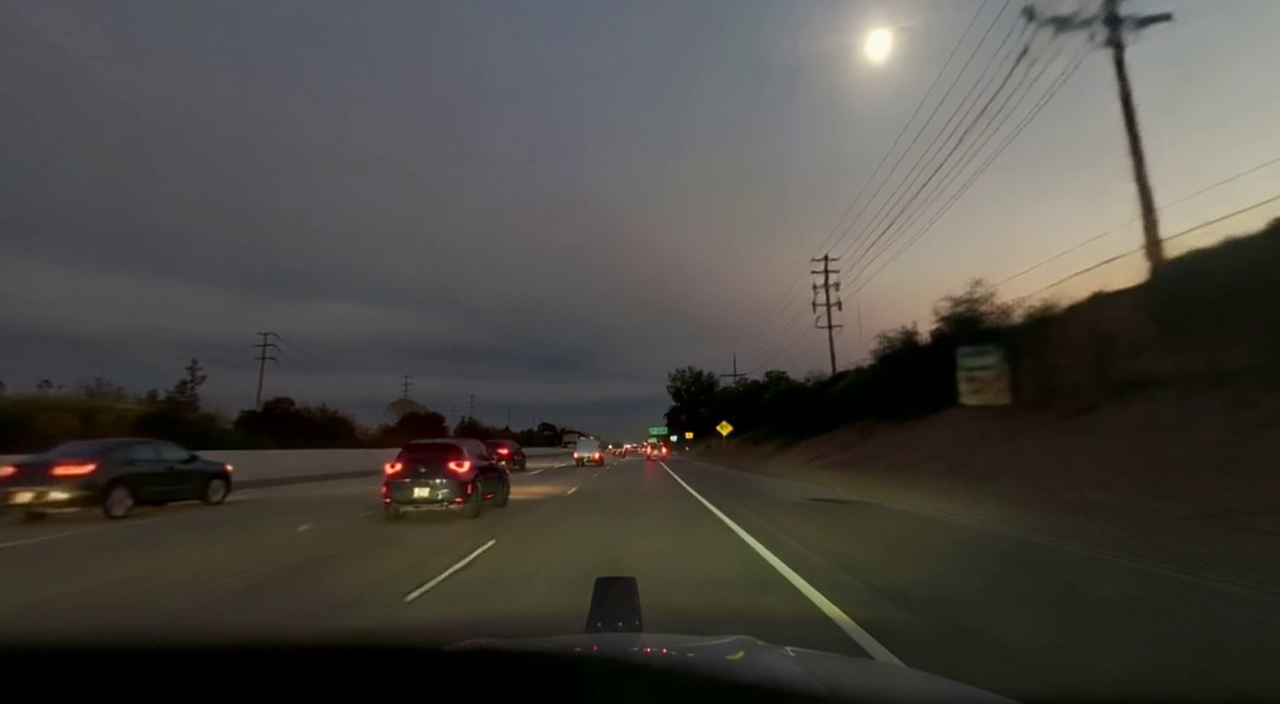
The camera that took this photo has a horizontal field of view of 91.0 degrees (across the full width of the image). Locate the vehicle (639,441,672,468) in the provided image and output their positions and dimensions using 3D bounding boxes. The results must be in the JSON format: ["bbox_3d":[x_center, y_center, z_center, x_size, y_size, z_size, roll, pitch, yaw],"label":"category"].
[{"bbox_3d":[1.021,6.761,41.644,2.038,1.677,4.219,0,-9,2],"label":"vehicle"}]

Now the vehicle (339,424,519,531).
[{"bbox_3d":[-3.765,2.318,12.158,1.976,1.688,4.124,0,-9,1],"label":"vehicle"}]

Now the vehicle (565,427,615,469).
[{"bbox_3d":[-3.684,7.409,48.579,2.915,2.885,9.394,0,-9,1],"label":"vehicle"}]

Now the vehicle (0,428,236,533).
[{"bbox_3d":[-11.008,2.499,12.933,2.097,1.722,4.981,0,-9,0],"label":"vehicle"}]
